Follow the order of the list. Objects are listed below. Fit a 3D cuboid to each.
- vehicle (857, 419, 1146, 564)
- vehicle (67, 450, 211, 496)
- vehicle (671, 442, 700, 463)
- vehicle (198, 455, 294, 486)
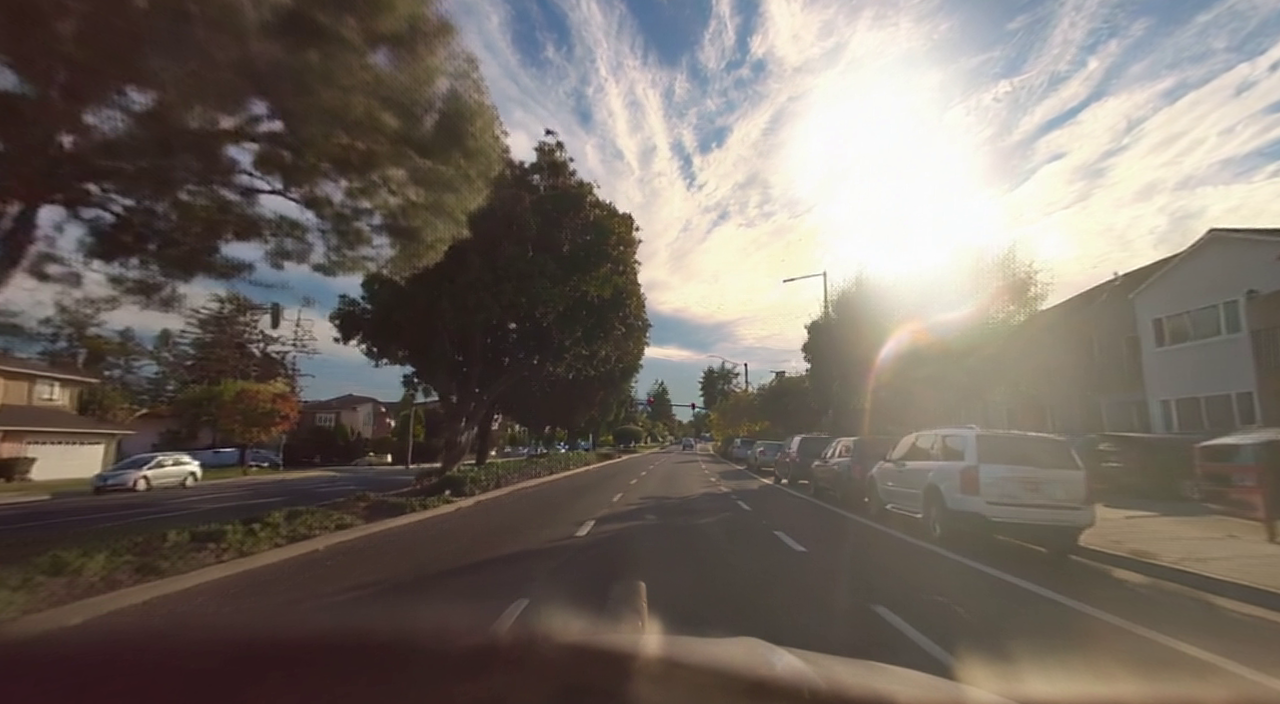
[{"bbox_3d":[4.892,1.915,9.382,2.011,1.649,4.001,0,-8,2],"label":"vehicle"},{"bbox_3d":[-22.273,5.361,28.356,2.060,1.814,5.097,-1,-8,3],"label":"vehicle"},{"bbox_3d":[3.425,7.435,46.688,2.011,1.480,4.170,-1,-8,5],"label":"vehicle"},{"bbox_3d":[-21.533,6.479,34.717,1.909,1.451,4.757,-1,-8,4],"label":"vehicle"}]
